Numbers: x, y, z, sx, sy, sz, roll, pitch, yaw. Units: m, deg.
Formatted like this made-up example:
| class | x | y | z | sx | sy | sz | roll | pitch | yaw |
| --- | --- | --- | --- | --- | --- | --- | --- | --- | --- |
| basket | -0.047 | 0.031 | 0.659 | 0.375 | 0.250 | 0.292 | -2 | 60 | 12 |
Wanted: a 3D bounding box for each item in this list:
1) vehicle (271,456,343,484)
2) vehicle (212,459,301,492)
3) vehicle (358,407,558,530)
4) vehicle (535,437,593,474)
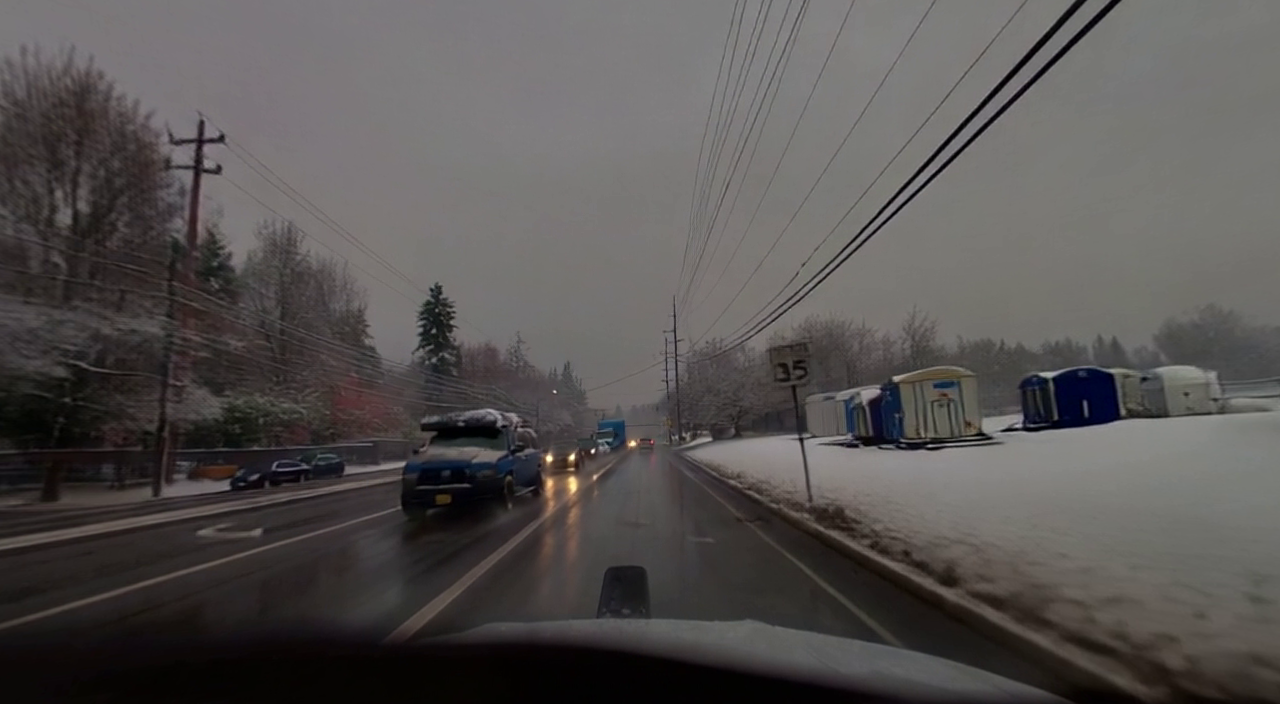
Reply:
| class | x | y | z | sx | sy | sz | roll | pitch | yaw |
| --- | --- | --- | --- | --- | --- | --- | --- | --- | --- |
| vehicle | -20.380 | 7.227 | 38.774 | 2.231 | 1.478 | 4.603 | 1 | -8 | -5 |
| vehicle | -19.840 | 6.401 | 32.895 | 2.099 | 1.449 | 4.749 | 1 | -8 | -6 |
| vehicle | -3.065 | 2.121 | 12.045 | 2.180 | 1.818 | 5.117 | 0 | -8 | 1 |
| vehicle | -3.231 | 4.481 | 27.586 | 1.998 | 1.466 | 4.124 | 0 | -8 | 1 |
